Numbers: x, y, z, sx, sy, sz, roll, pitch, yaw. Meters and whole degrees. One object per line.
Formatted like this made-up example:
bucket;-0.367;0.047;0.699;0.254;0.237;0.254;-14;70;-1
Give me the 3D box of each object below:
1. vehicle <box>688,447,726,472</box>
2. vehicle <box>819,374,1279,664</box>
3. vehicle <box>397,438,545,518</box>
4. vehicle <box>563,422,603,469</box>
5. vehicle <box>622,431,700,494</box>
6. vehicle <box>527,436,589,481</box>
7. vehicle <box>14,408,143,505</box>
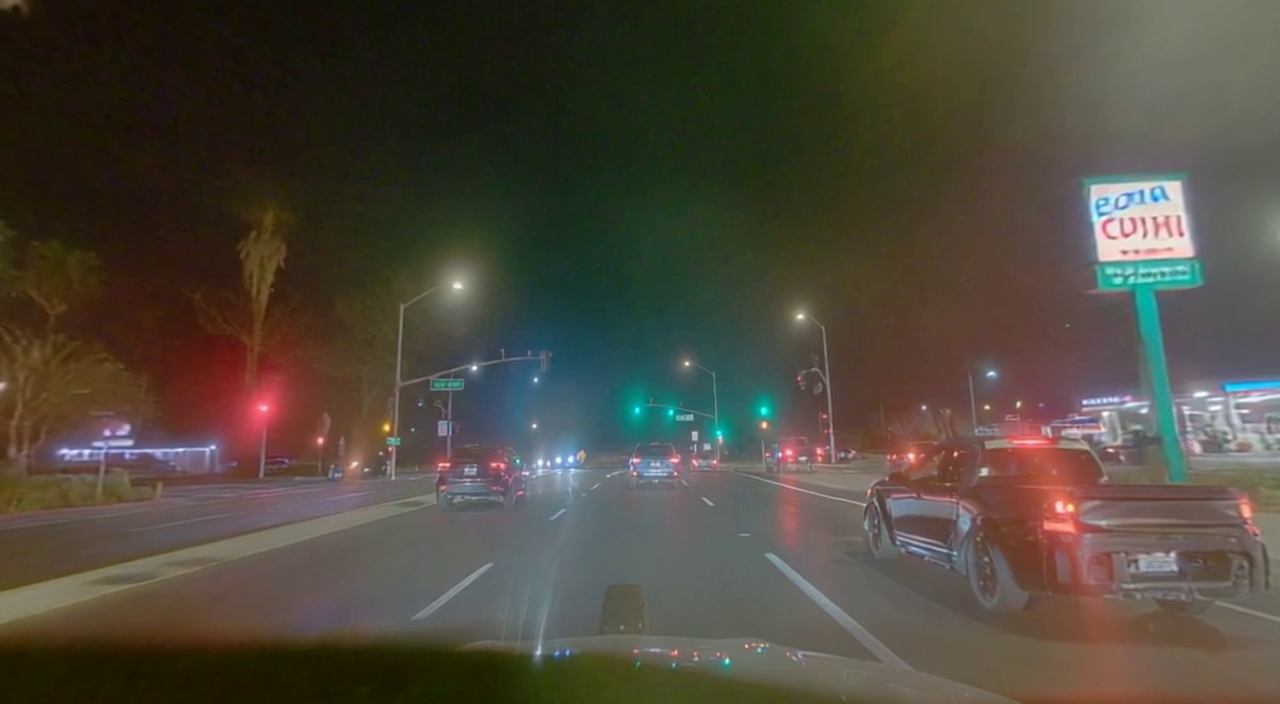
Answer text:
vehicle;4.045;6.554;38.479;1.901;1.401;3.965;0;-9;0
vehicle;3.794;1.461;6.801;2.120;1.828;5.531;0;-8;0
vehicle;-3.575;2.761;14.354;1.983;1.502;4.720;0;-9;1
vehicle;-3.667;6.199;41.574;2.393;2.865;5.466;0;-8;-3
vehicle;0.663;3.653;21.223;2.295;1.835;5.471;0;-9;1
vehicle;-3.583;4.739;28.265;2.071;1.811;4.605;0;-8;1
vehicle;-18.424;3.418;20.617;3.441;2.870;2.109;-7;-10;33
